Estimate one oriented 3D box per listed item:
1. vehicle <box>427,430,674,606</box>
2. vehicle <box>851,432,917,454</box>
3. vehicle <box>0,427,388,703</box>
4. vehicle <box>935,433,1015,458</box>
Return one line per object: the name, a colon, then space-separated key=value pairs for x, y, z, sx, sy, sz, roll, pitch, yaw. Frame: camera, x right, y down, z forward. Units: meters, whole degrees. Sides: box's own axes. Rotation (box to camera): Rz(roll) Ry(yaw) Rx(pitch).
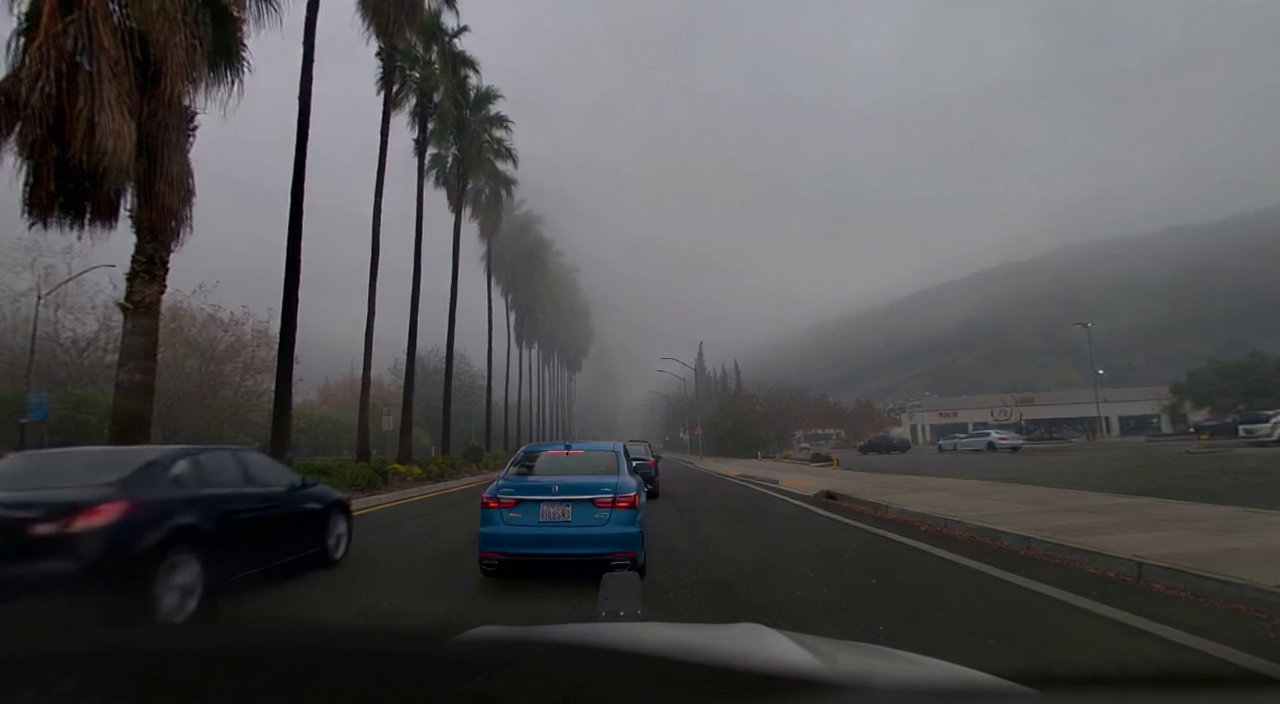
vehicle: x=-0.821 y=1.689 z=7.347 sx=2.067 sy=1.459 sz=3.886 roll=0 pitch=-8 yaw=-2
vehicle: x=19.201 y=7.204 z=49.814 sx=1.925 sy=1.652 sz=4.490 roll=6 pitch=-10 yaw=-34
vehicle: x=-4.344 y=1.510 z=5.888 sx=1.964 sy=1.466 sz=5.009 roll=0 pitch=-8 yaw=-1
vehicle: x=21.969 y=6.116 z=41.436 sx=4.640 sy=1.526 sz=1.961 roll=3 pitch=-9 yaw=-22
